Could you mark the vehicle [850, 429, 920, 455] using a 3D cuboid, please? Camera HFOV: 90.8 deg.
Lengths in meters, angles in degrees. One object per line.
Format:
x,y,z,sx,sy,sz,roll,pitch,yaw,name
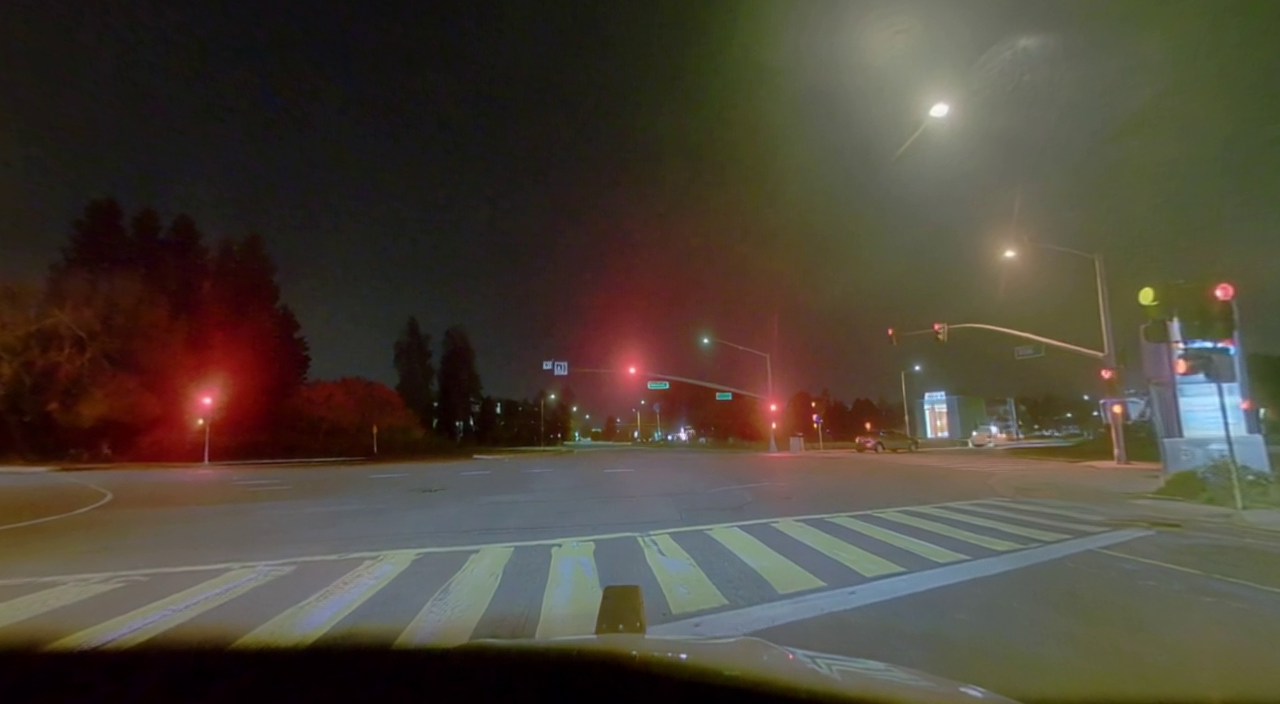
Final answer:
17.651,6.506,45.517,4.600,1.783,1.970,4,-10,-26,vehicle
